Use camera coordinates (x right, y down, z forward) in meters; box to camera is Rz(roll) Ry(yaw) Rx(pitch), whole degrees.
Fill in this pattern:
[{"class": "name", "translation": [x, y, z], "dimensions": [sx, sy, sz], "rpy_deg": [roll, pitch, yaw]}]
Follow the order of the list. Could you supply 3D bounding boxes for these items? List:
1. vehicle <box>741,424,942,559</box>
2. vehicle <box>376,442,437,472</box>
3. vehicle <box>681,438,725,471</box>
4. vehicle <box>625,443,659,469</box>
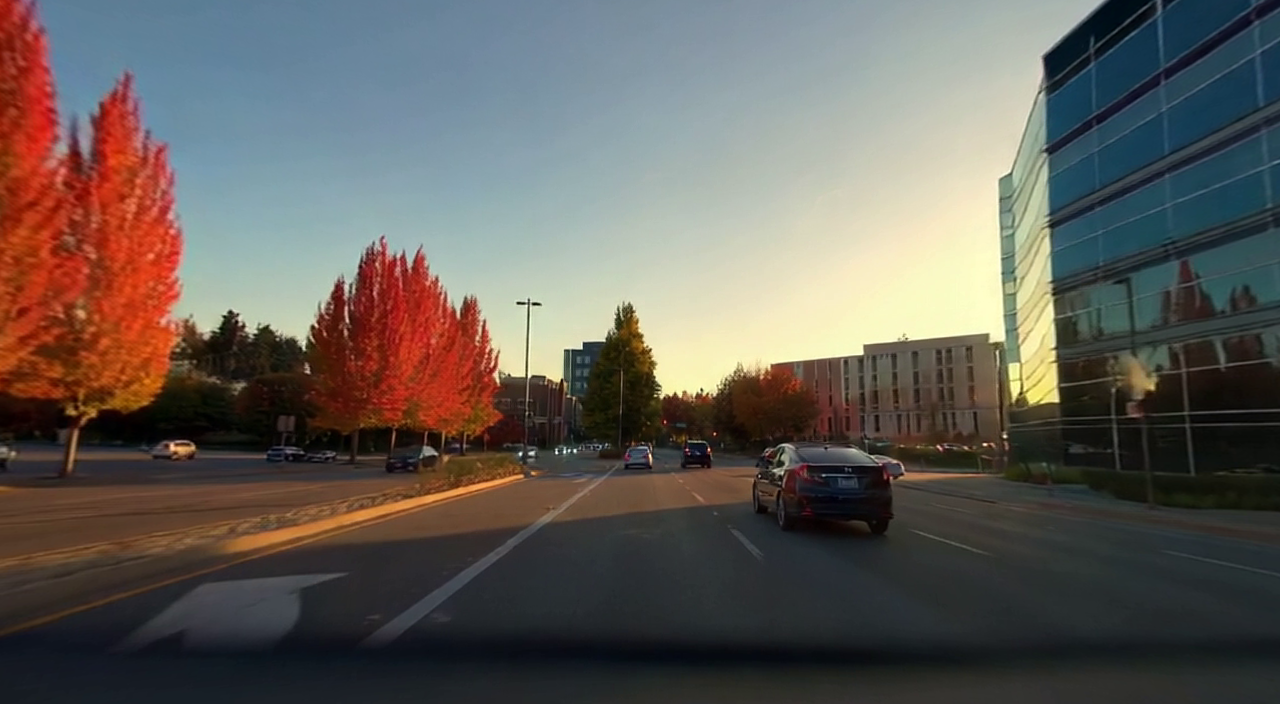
[{"class": "vehicle", "translation": [2.839, 2.030, 9.912], "dimensions": [1.901, 1.634, 3.896], "rpy_deg": [1, -8, 0]}, {"class": "vehicle", "translation": [-14.662, 6.602, 39.859], "dimensions": [2.064, 1.697, 4.381], "rpy_deg": [-1, -8, 1]}, {"class": "vehicle", "translation": [3.791, 6.217, 38.535], "dimensions": [2.154, 1.844, 4.634], "rpy_deg": [2, -8, -1]}, {"class": "vehicle", "translation": [0.097, 6.422, 39.082], "dimensions": [1.991, 1.477, 3.814], "rpy_deg": [-1, -8, 0]}]
